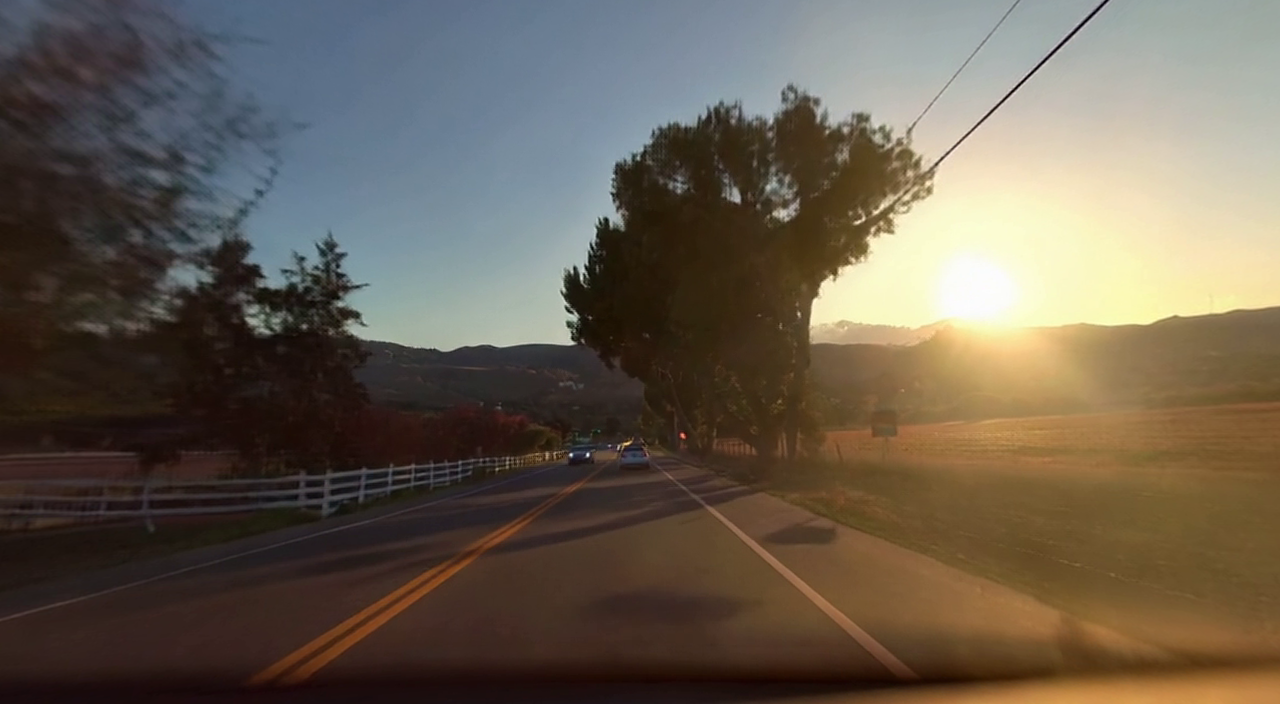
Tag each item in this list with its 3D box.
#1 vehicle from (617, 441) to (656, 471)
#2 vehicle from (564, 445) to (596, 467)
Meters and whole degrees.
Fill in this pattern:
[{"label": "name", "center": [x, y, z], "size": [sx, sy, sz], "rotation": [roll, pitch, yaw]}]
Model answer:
[{"label": "vehicle", "center": [-0.207, 6.124, 37.289], "size": [2.158, 1.669, 4.006], "rotation": [0, -9, -1]}, {"label": "vehicle", "center": [-4.481, 7.825, 47.614], "size": [1.989, 1.600, 3.979], "rotation": [0, -9, 1]}]
